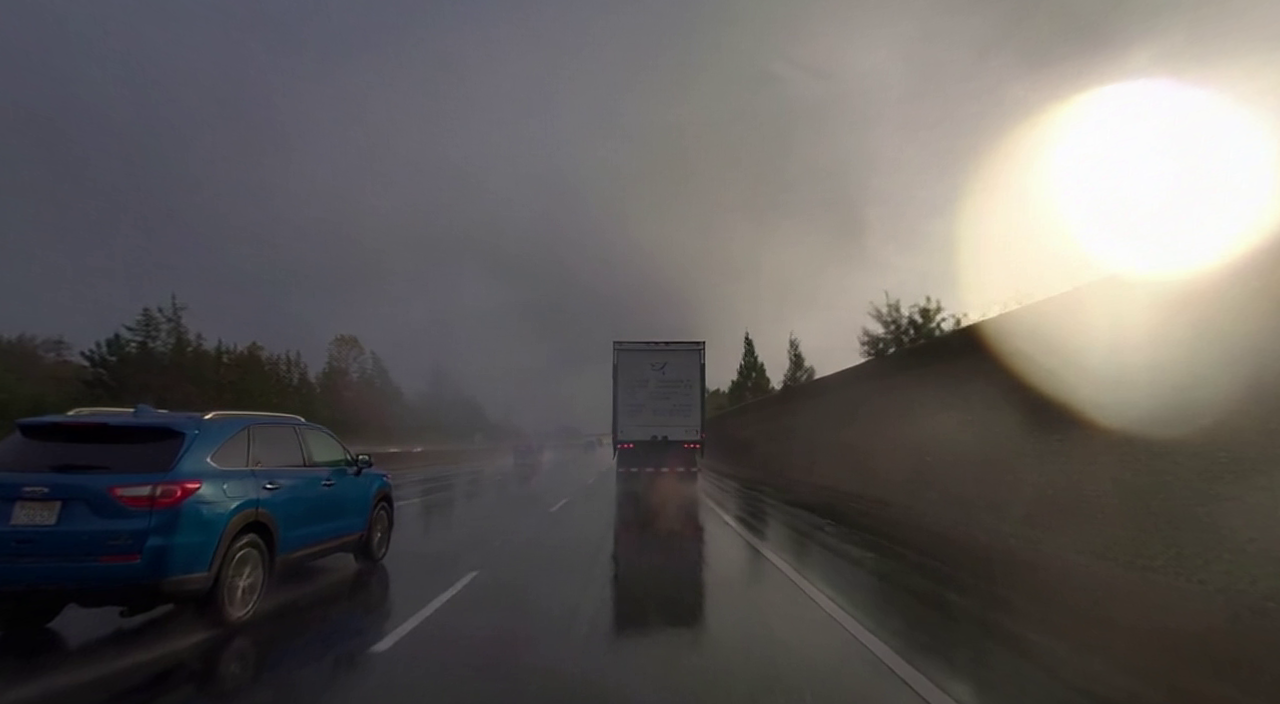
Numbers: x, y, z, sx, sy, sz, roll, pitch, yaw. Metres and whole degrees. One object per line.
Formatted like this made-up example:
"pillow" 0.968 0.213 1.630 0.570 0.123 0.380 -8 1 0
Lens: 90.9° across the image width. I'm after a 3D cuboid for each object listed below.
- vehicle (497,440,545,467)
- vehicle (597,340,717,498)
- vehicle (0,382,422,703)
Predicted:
"vehicle" -6.894 5.951 37.108 1.882 1.451 4.416 0 -9 1
"vehicle" 0.411 2.397 20.638 2.870 3.841 10.653 0 -9 0
"vehicle" -3.751 1.311 5.503 2.077 1.671 4.249 0 -9 1
